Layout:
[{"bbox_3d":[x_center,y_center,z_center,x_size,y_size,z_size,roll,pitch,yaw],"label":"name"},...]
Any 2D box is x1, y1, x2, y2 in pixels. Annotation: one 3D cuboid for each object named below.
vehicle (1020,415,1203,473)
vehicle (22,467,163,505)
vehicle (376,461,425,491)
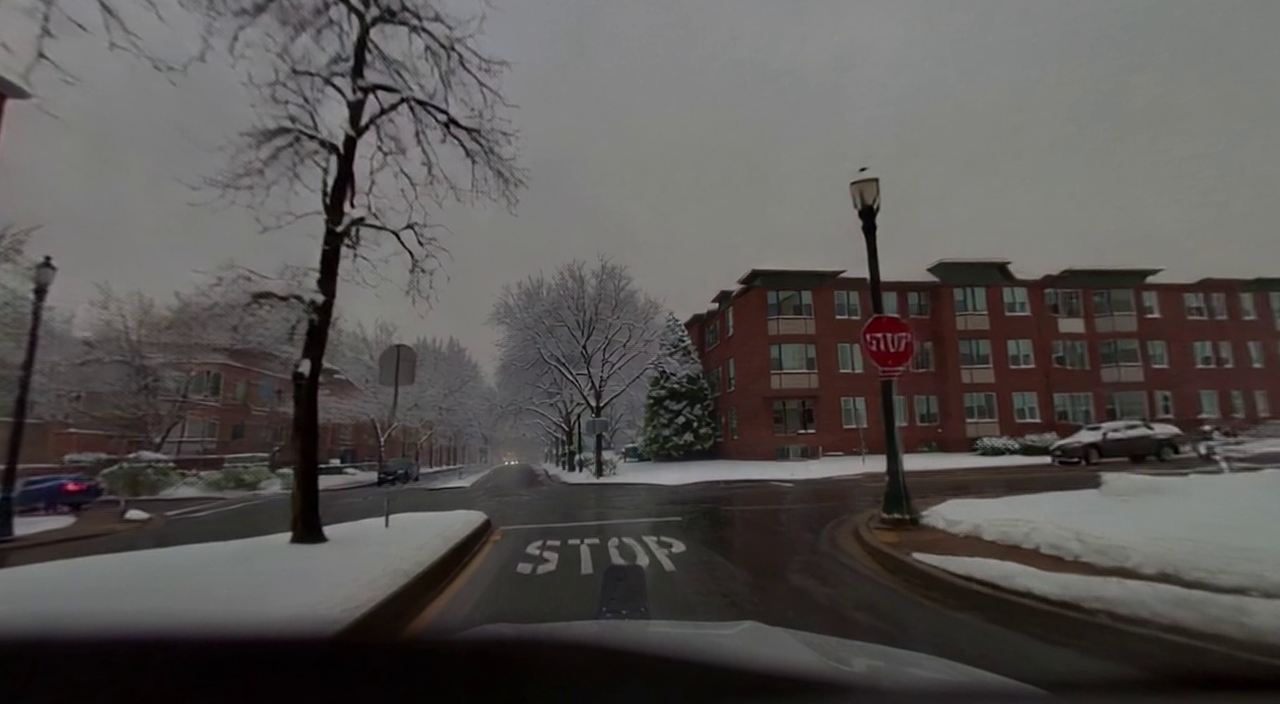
[{"bbox_3d":[18.273,3.631,24.680,5.213,1.850,2.126,-4,-10,3],"label":"vehicle"},{"bbox_3d":[-24.162,5.932,27.919,4.654,1.503,1.951,-2,-9,6],"label":"vehicle"},{"bbox_3d":[-13.978,7.232,36.972,2.027,1.475,4.522,2,-9,-13],"label":"vehicle"}]
